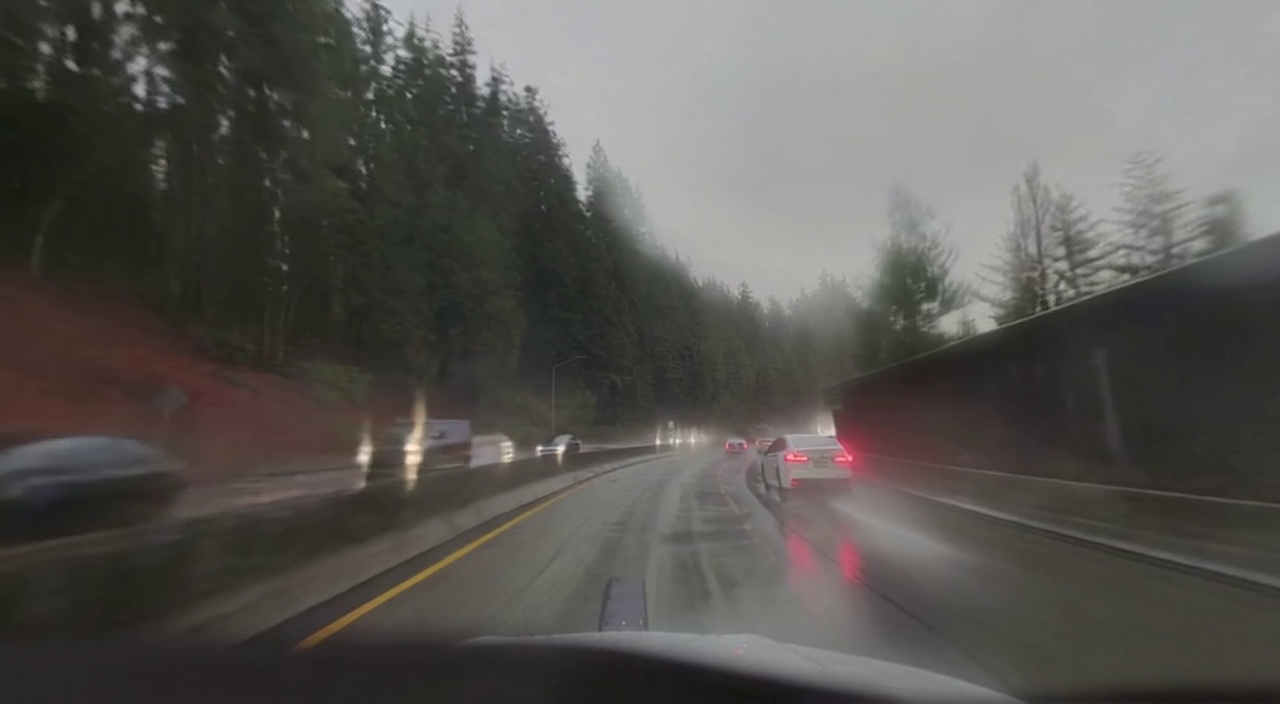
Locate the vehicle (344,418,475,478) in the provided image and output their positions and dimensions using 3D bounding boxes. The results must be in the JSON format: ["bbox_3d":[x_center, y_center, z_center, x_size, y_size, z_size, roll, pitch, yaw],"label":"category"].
[{"bbox_3d":[-7.552,3.226,21.293,2.222,1.768,4.699,-1,-8,6],"label":"vehicle"}]

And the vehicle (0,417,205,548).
[{"bbox_3d":[-8.298,1.664,8.344,1.814,1.508,4.342,-1,-8,3],"label":"vehicle"}]

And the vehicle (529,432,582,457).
[{"bbox_3d":[-5.227,5.793,39.494,1.931,1.492,4.374,-2,-8,11],"label":"vehicle"}]

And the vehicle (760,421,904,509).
[{"bbox_3d":[4.164,2.520,14.525,2.112,1.708,4.380,-1,-8,3],"label":"vehicle"}]
